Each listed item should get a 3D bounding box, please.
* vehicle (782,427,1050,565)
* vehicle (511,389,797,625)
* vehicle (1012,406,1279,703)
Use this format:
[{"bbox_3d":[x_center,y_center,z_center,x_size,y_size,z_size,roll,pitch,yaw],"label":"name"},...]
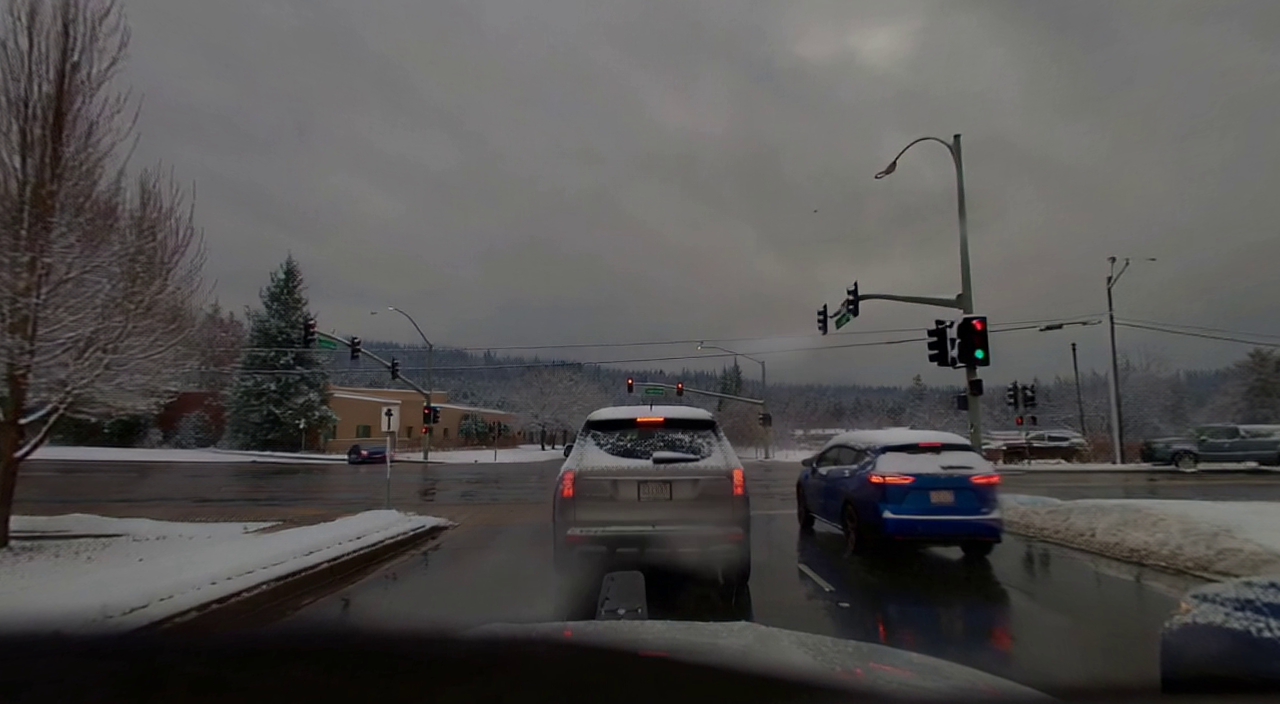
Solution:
[{"bbox_3d":[3.515,1.894,9.102,1.861,1.495,4.215,0,-8,-1],"label":"vehicle"},{"bbox_3d":[0.106,1.508,7.133,2.170,1.793,4.468,0,-8,0],"label":"vehicle"},{"bbox_3d":[3.150,0.818,1.445,1.924,1.466,4.461,0,-8,1],"label":"vehicle"}]
